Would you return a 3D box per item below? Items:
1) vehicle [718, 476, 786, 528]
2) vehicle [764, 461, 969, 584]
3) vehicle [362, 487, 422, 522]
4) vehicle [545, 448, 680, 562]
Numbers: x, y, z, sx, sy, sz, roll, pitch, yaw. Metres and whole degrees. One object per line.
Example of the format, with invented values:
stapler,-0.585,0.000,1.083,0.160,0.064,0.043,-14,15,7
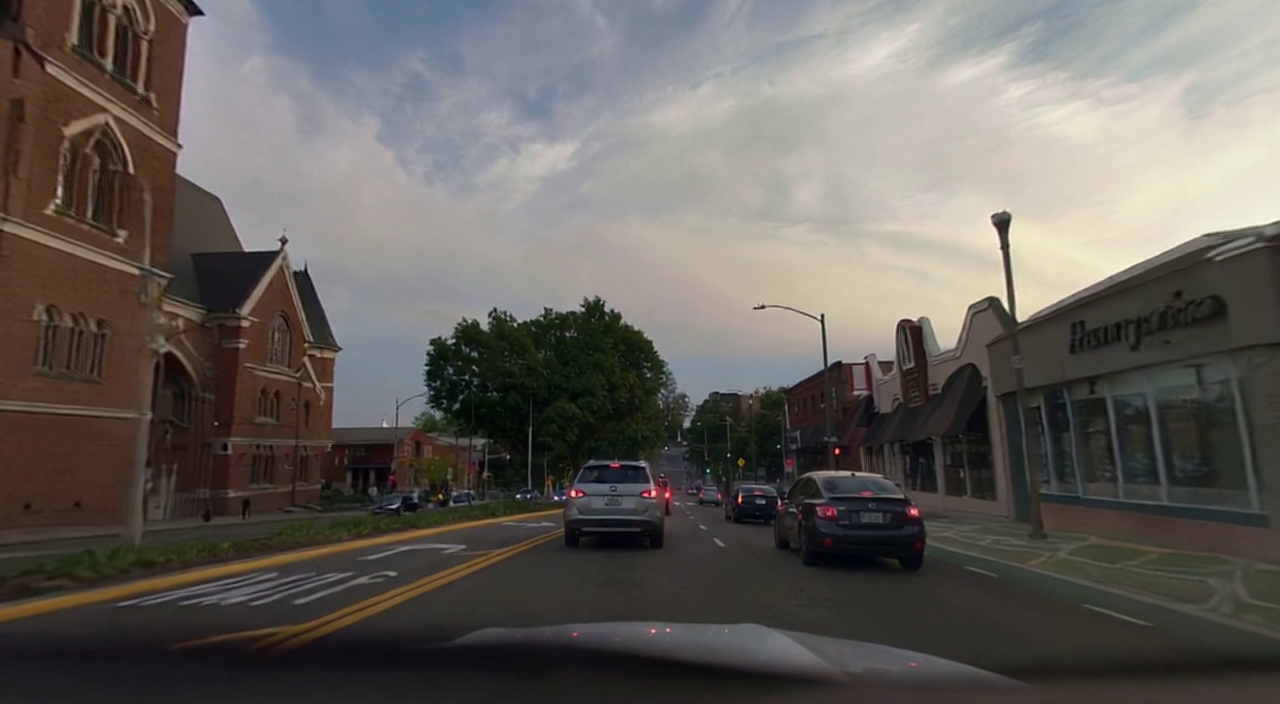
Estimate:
vehicle,4.054,5.493,23.509,1.890,1.491,4.166,0,-8,2
vehicle,3.420,2.631,10.591,1.883,1.472,4.471,0,-8,2
vehicle,-15.874,9.786,40.717,1.901,1.532,4.733,-1,-6,1
vehicle,-0.407,2.790,12.307,2.168,1.776,4.135,0,-8,1
